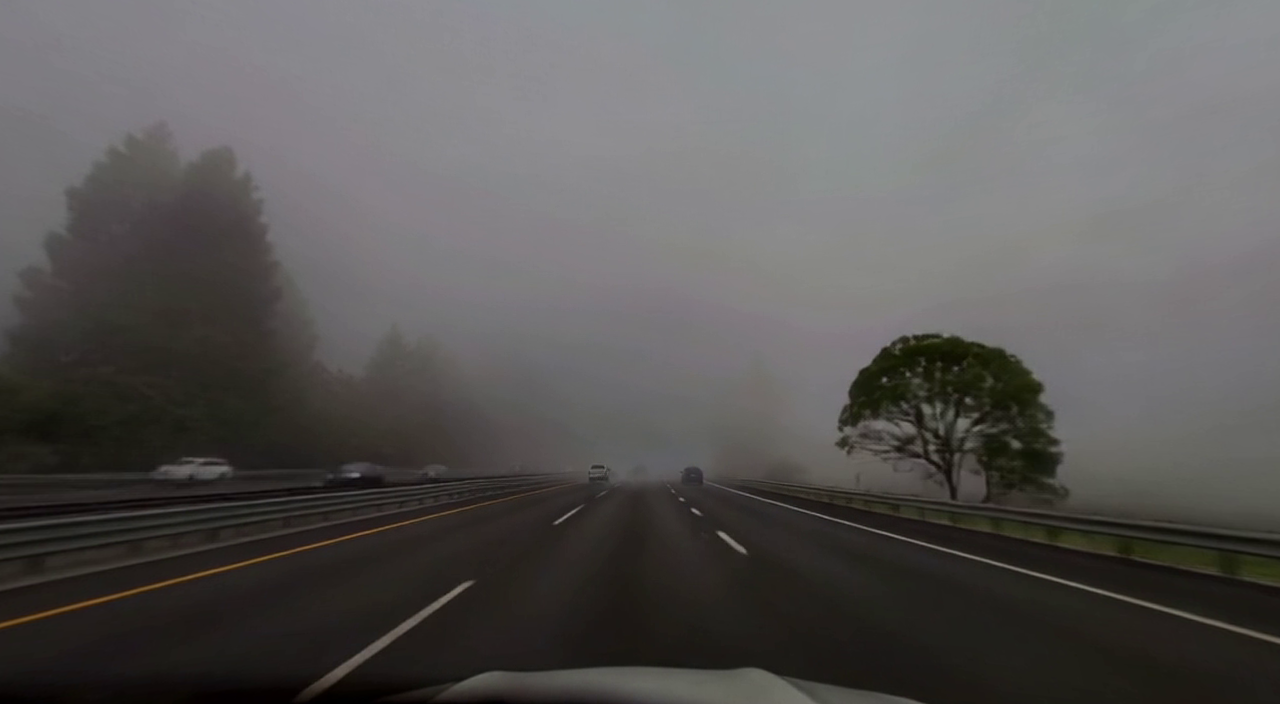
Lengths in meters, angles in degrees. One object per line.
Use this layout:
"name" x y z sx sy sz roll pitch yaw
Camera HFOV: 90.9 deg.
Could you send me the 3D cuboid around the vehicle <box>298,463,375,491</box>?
"vehicle" -16.348 6.751 34.196 1.789 1.368 4.897 1 -10 -1
